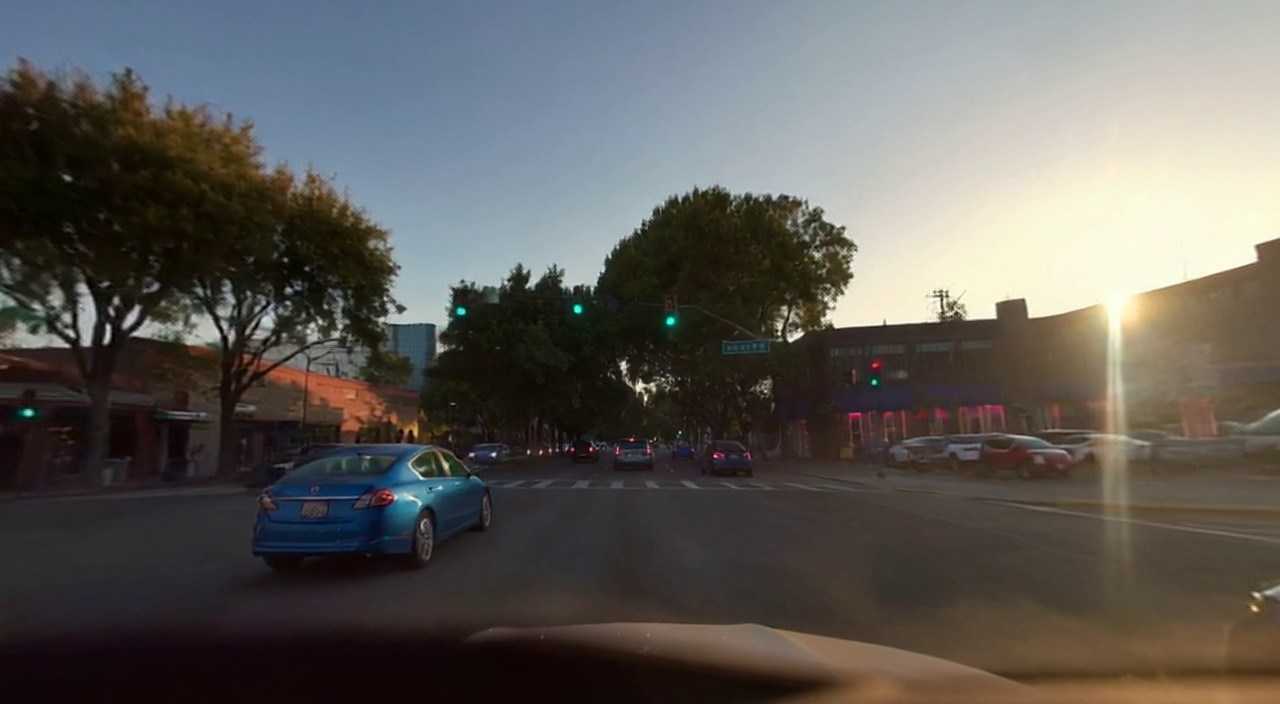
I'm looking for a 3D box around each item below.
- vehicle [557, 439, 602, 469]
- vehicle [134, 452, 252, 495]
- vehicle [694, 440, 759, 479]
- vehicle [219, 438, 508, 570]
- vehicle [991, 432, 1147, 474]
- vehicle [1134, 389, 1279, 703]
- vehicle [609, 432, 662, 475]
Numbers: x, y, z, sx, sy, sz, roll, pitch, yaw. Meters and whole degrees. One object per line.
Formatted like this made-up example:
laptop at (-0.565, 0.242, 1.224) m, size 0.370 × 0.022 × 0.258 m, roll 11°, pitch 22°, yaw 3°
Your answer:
vehicle at (-3.474, 5.931, 36.911) m, size 2.130 × 1.645 × 3.995 m, roll 0°, pitch -8°, yaw 1°
vehicle at (-19.447, 5.260, 27.678) m, size 1.988 × 1.625 × 4.260 m, roll 0°, pitch -8°, yaw 1°
vehicle at (3.525, 4.473, 26.515) m, size 2.058 × 1.472 × 4.317 m, roll 0°, pitch -8°, yaw 0°
vehicle at (-3.356, 1.888, 8.686) m, size 2.115 × 1.369 × 3.908 m, roll 0°, pitch -8°, yaw 2°
vehicle at (16.109, 3.805, 23.854) m, size 4.407 × 1.492 × 1.930 m, roll -1°, pitch -8°, yaw 2°
vehicle at (3.305, 0.643, 0.595) m, size 2.052 × 1.475 × 4.540 m, roll 0°, pitch -8°, yaw 1°
vehicle at (-0.201, 4.925, 30.915) m, size 2.361 × 1.898 × 4.465 m, roll 0°, pitch -8°, yaw 0°
